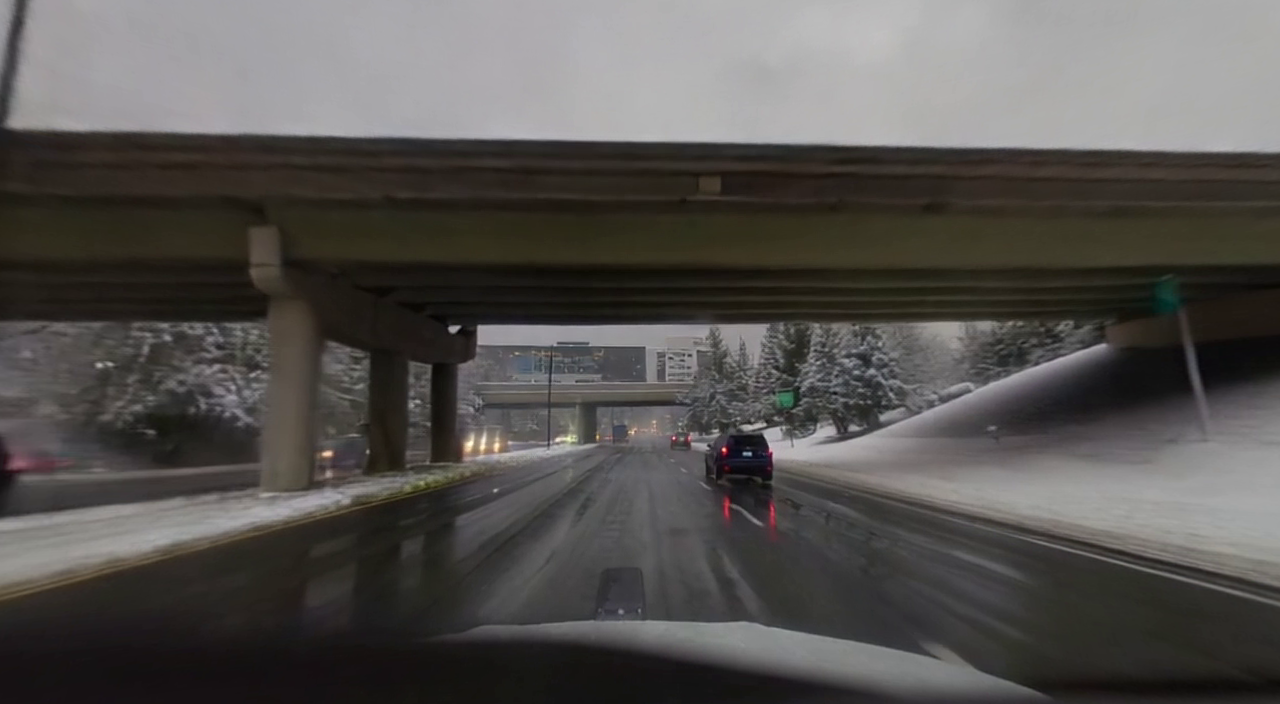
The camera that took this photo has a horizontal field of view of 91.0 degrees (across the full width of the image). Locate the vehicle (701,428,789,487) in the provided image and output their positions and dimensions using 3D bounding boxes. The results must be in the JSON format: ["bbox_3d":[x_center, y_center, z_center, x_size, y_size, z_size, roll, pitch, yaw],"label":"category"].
[{"bbox_3d":[3.317,3.467,20.912,2.110,1.712,4.489,0,-9,-1],"label":"vehicle"}]

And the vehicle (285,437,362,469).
[{"bbox_3d":[-19.120,6.109,38.357,2.056,1.793,4.976,0,-9,0],"label":"vehicle"}]
